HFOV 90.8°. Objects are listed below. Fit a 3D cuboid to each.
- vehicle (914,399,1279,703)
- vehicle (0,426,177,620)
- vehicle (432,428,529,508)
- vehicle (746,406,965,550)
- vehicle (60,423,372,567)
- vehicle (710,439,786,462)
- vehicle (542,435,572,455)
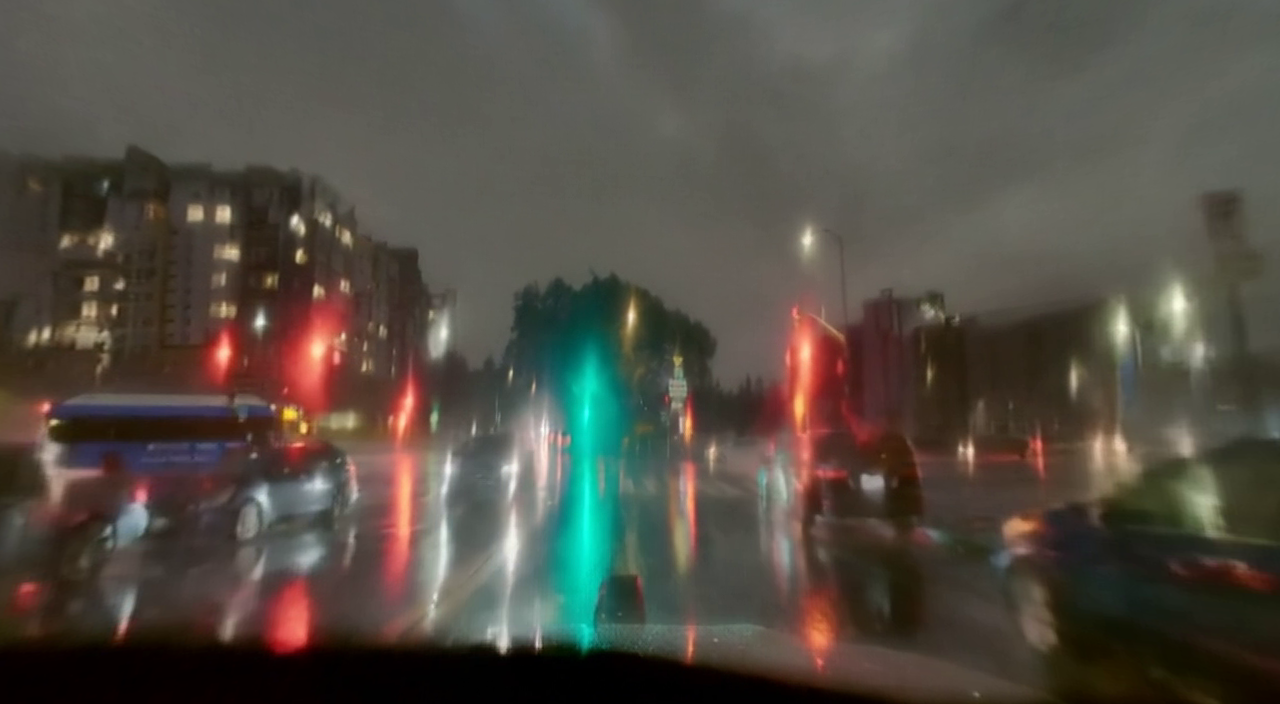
[{"bbox_3d":[3.119,0.919,2.235,2.032,1.474,4.795,0,-9,-1],"label":"vehicle"},{"bbox_3d":[-6.823,1.596,5.900,1.893,1.758,4.019,-1,-9,0],"label":"vehicle"},{"bbox_3d":[-4.483,3.093,17.211,2.148,1.818,4.791,3,-10,-18],"label":"vehicle"},{"bbox_3d":[3.328,2.091,11.016,2.052,1.929,4.747,0,-9,-1],"label":"vehicle"},{"bbox_3d":[-6.766,2.315,11.024,2.132,1.801,4.885,-3,-9,-1],"label":"vehicle"},{"bbox_3d":[6.756,6.224,39.885,4.451,1.422,1.744,0,-9,-1],"label":"vehicle"},{"bbox_3d":[-6.364,7.219,48.976,1.799,1.468,3.693,-1,-9,0],"label":"vehicle"}]
